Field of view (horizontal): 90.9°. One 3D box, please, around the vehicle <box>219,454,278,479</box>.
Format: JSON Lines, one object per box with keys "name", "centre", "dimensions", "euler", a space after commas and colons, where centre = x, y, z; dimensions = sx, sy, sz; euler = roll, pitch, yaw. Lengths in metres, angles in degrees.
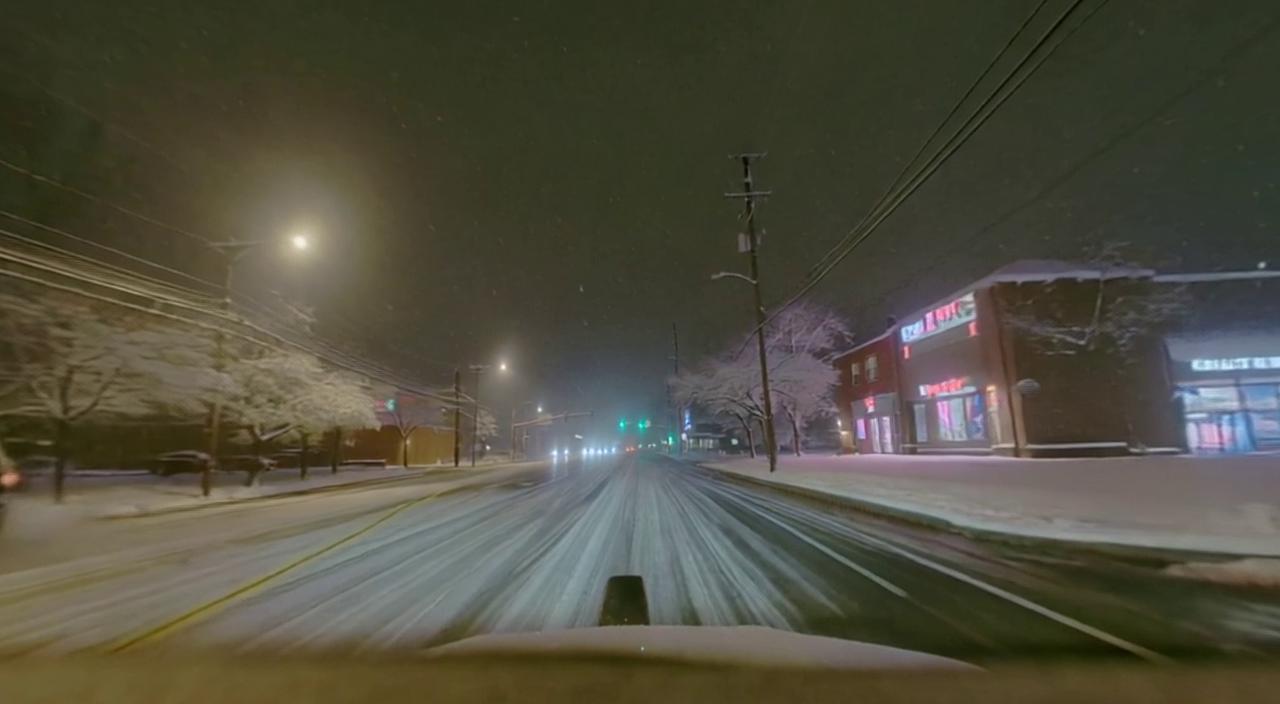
{"name": "vehicle", "centre": [-29.751, 8.685, 47.868], "dimensions": [4.811, 1.756, 2.070], "euler": [-7, -11, 37]}
